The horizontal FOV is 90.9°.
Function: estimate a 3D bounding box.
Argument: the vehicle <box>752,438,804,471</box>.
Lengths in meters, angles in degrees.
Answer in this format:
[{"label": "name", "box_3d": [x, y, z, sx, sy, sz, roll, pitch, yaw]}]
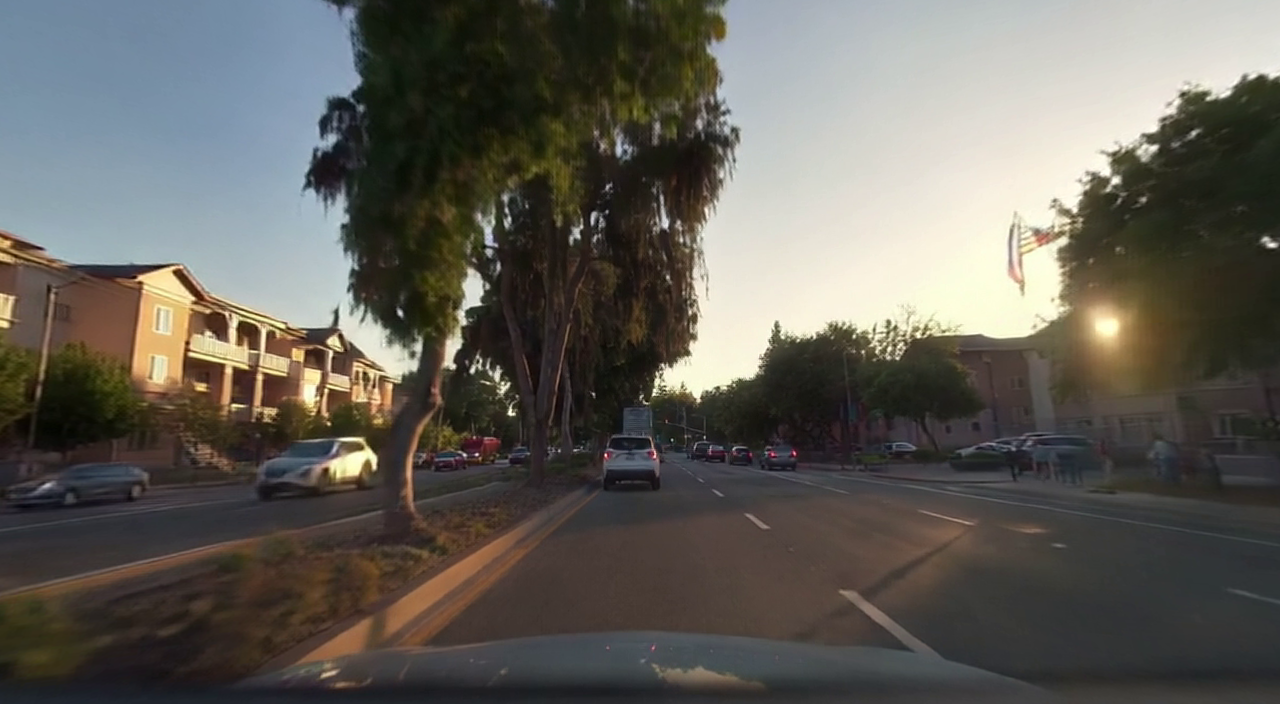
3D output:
[{"label": "vehicle", "box_3d": [7.681, 5.752, 35.540, 1.971, 1.722, 4.341, 0, -8, 0]}]

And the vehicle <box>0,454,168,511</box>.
[{"label": "vehicle", "box_3d": [-21.505, 4.910, 24.317, 2.056, 1.822, 5.400, -1, -8, 5]}]

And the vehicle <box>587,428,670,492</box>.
[{"label": "vehicle", "box_3d": [-0.308, 3.371, 20.012, 2.332, 1.798, 4.546, 0, -8, 0]}]

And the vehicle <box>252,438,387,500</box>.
[{"label": "vehicle", "box_3d": [-10.302, 3.753, 20.723, 2.010, 1.760, 4.406, -1, -8, 1]}]
